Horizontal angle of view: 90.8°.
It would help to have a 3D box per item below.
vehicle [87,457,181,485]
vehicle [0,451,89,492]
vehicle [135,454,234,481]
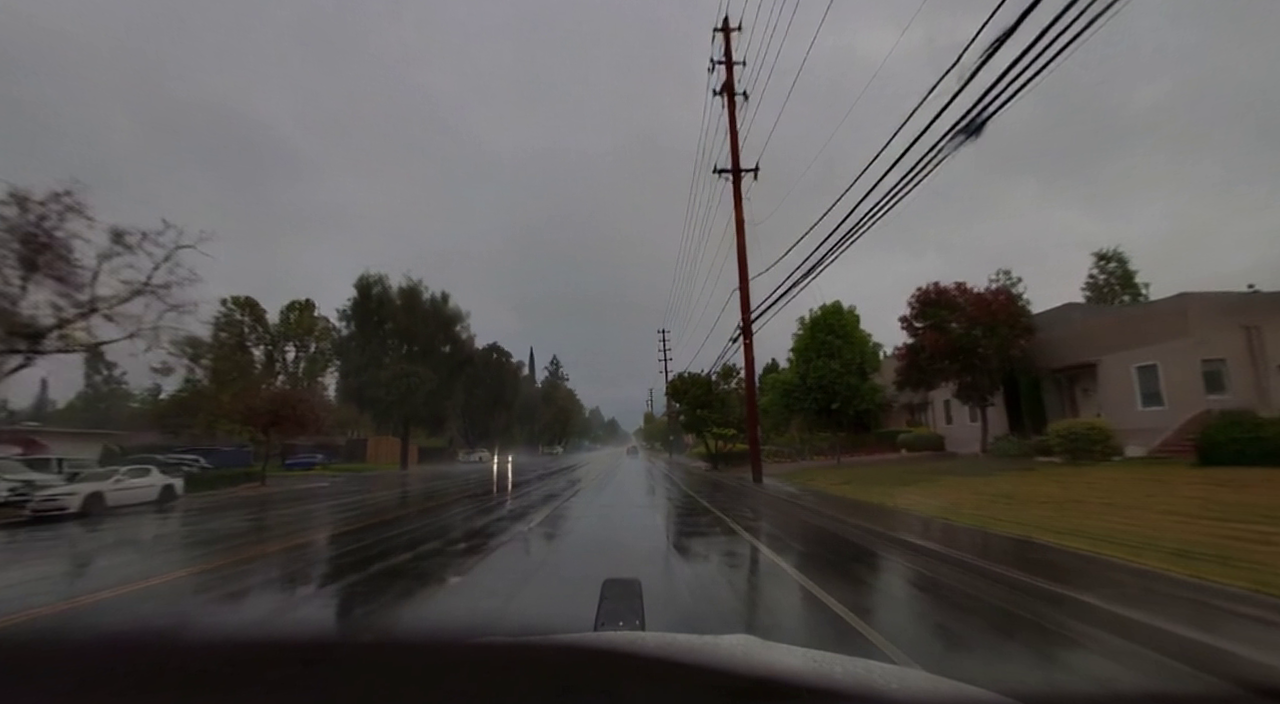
[{"bbox_3d":[-29.297,6.873,36.652,3.723,1.479,1.950,-1,-8,1],"label":"vehicle"},{"bbox_3d":[-28.436,5.431,28.888,4.470,1.777,2.000,0,-9,0],"label":"vehicle"},{"bbox_3d":[-28.452,7.198,39.535,4.599,1.533,2.029,0,-9,2],"label":"vehicle"}]
